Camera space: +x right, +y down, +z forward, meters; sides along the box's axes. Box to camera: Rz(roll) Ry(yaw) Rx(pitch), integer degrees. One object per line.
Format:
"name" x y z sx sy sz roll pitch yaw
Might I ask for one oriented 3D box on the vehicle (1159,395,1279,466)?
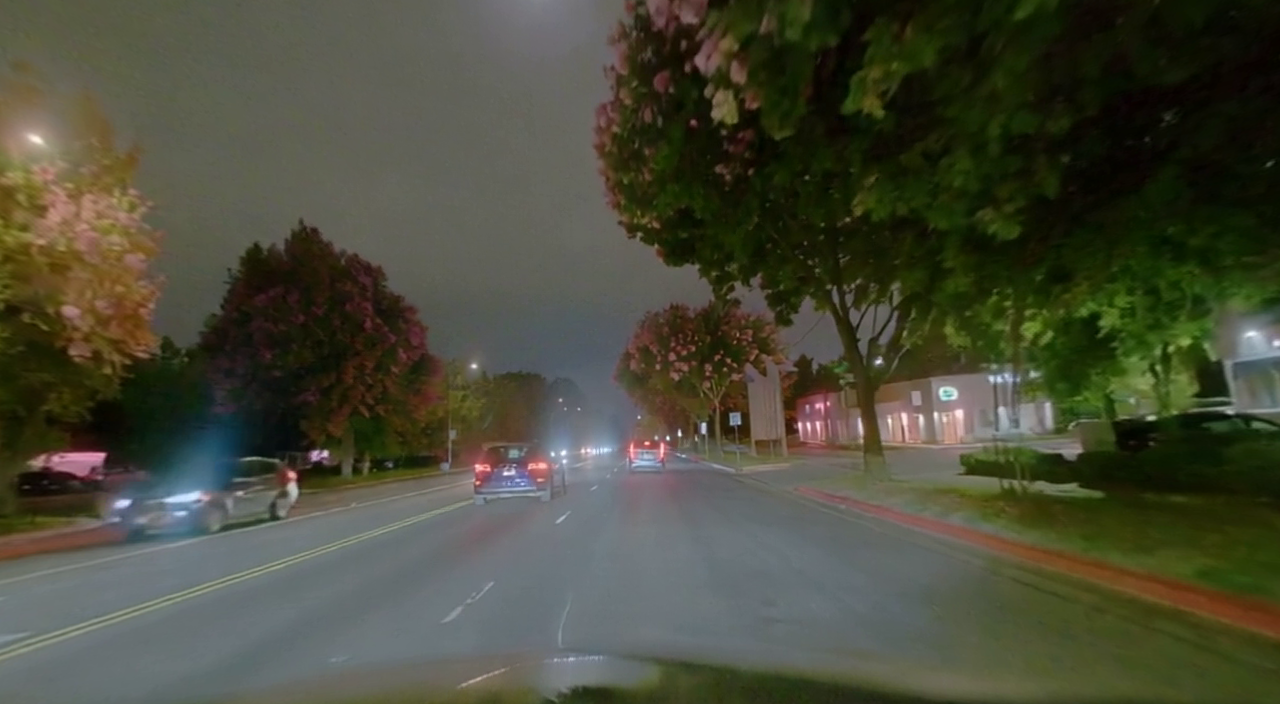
"vehicle" 17.766 2.136 17.626 2.025 1.751 5.113 -5 -6 -2

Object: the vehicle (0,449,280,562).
"vehicle" -9.606 2.832 12.544 2.190 1.744 4.612 -1 -8 0

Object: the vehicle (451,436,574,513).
"vehicle" -3.005 2.982 15.890 2.167 1.634 4.220 -1 -9 1

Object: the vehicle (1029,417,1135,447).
"vehicle" 23.169 4.277 33.361 1.987 1.465 4.819 0 -8 -2

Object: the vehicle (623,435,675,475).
"vehicle" 0.386 5.052 31.192 2.376 1.801 4.317 -1 -9 0

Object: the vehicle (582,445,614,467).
"vehicle" -2.942 7.362 44.977 2.001 1.431 4.389 -1 -8 0
